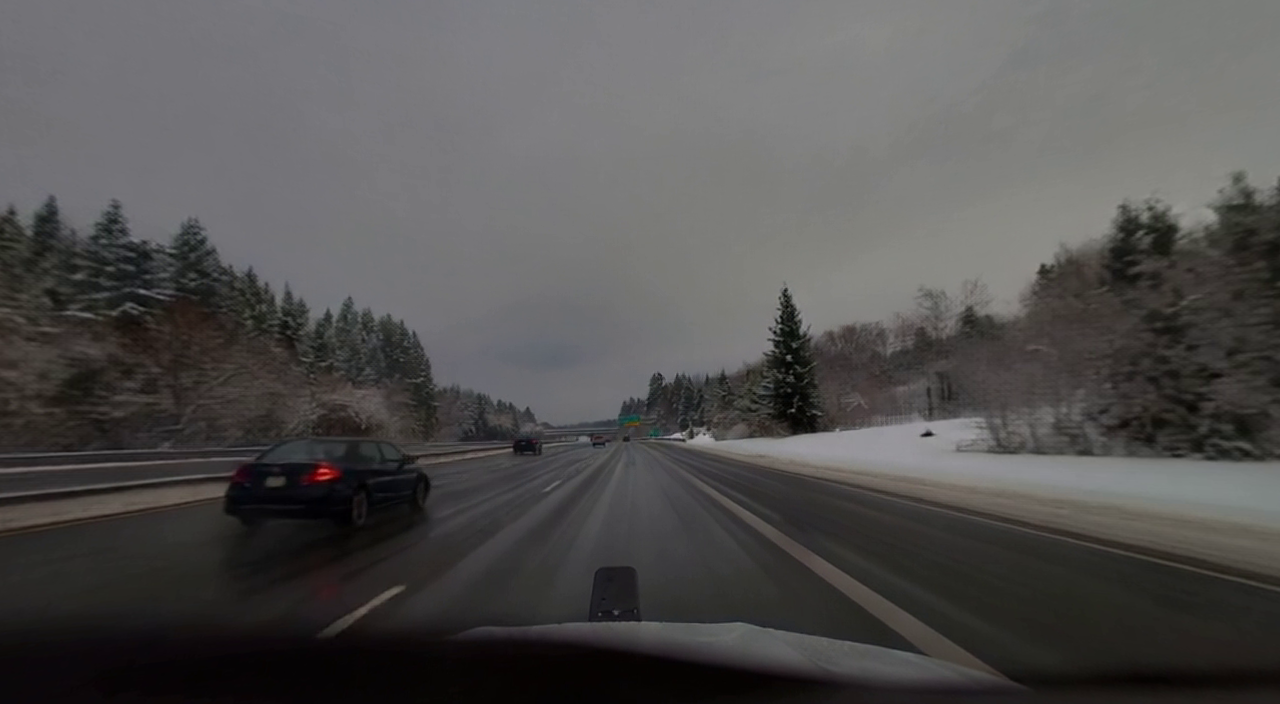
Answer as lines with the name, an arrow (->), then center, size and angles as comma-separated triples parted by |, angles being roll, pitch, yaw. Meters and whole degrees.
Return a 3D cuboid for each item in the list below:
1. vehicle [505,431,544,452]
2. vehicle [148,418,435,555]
vehicle -> -9.004, 7.044, 49.628 | 2.092, 1.574, 5.251 | 0, -7, 0
vehicle -> -4.458, 1.725, 8.851 | 1.912, 1.495, 3.703 | 0, -7, 0
